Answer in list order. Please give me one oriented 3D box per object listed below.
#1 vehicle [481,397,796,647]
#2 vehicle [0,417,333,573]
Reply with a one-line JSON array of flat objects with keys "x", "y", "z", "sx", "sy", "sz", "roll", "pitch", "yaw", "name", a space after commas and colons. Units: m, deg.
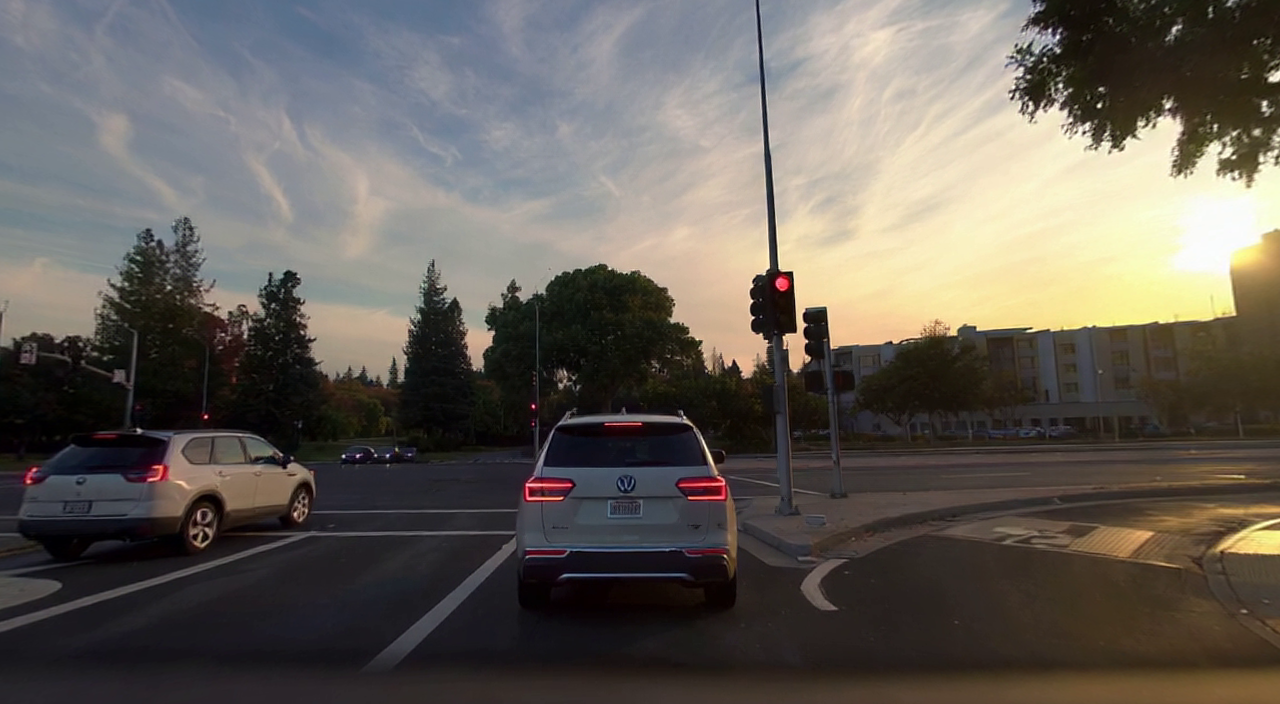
[{"x": -0.157, "y": 1.458, "z": 6.445, "sx": 2.154, "sy": 1.670, "sz": 4.140, "roll": 1, "pitch": -9, "yaw": -5, "name": "vehicle"}, {"x": -6.405, "y": 1.900, "z": 9.133, "sx": 2.020, "sy": 1.695, "sz": 4.187, "roll": 1, "pitch": -9, "yaw": -5, "name": "vehicle"}]
